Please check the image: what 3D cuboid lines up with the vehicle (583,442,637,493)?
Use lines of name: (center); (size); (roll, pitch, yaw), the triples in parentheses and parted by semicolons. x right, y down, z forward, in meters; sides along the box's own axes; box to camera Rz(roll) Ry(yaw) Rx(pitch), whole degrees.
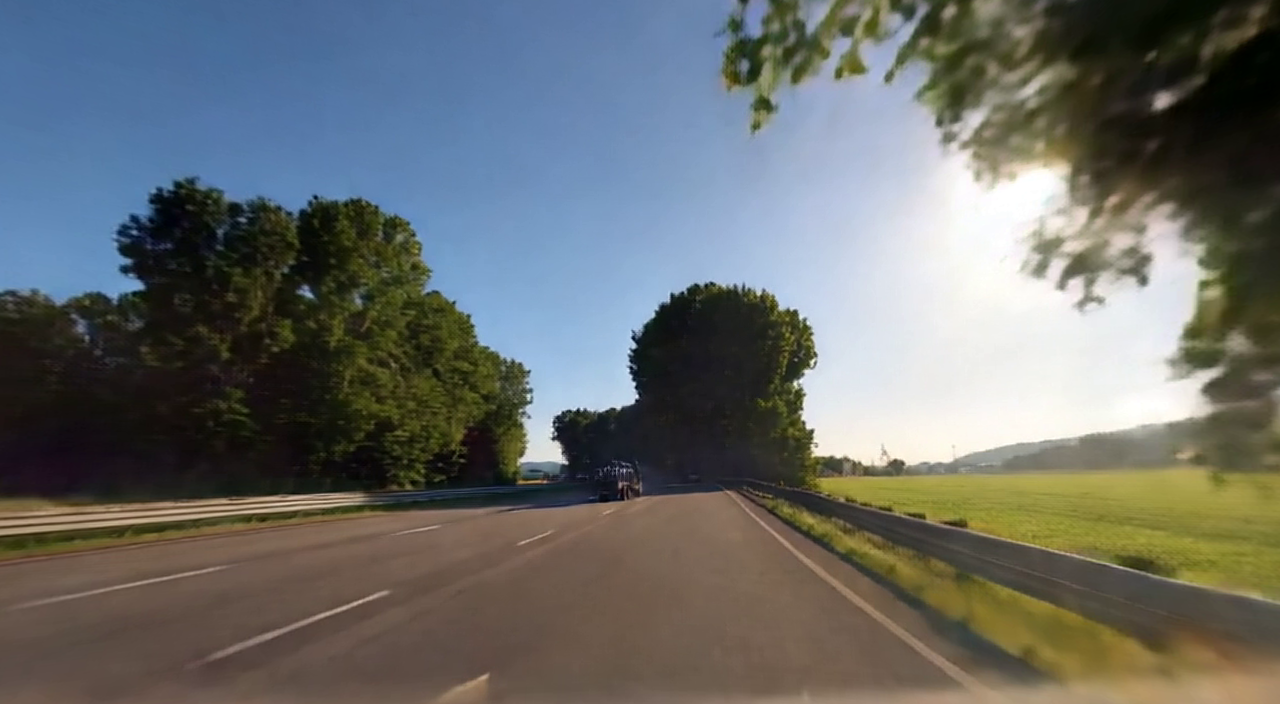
vehicle: (-1.947, 8.126, 44.160); (2.841, 3.244, 7.689); (0, -11, 4)
